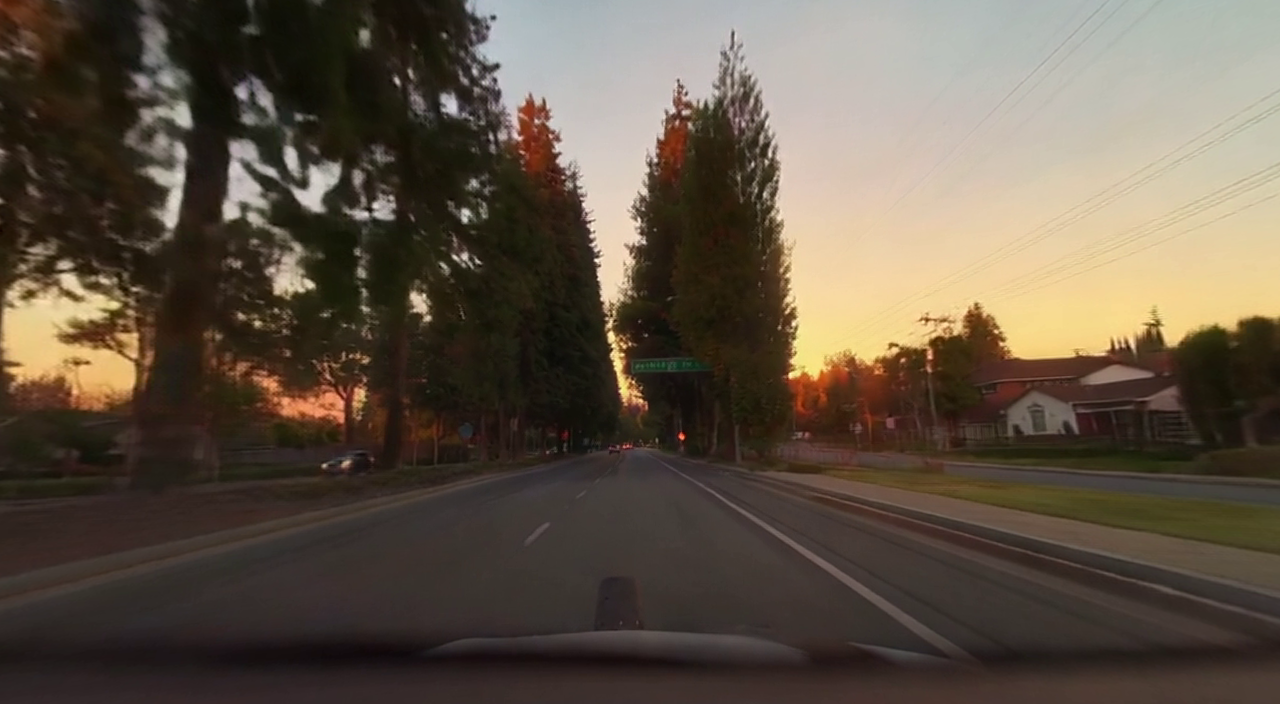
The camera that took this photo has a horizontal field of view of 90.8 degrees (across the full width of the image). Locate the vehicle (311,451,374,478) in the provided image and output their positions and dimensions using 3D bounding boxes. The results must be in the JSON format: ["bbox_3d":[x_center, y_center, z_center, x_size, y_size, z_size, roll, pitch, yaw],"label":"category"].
[{"bbox_3d":[-20.110,7.597,42.931,2.076,1.663,4.545,-2,-9,0],"label":"vehicle"}]

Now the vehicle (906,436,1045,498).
[{"bbox_3d":[8.736,3.008,16.862,1.733,1.449,3.764,-1,-9,2],"label":"vehicle"}]
